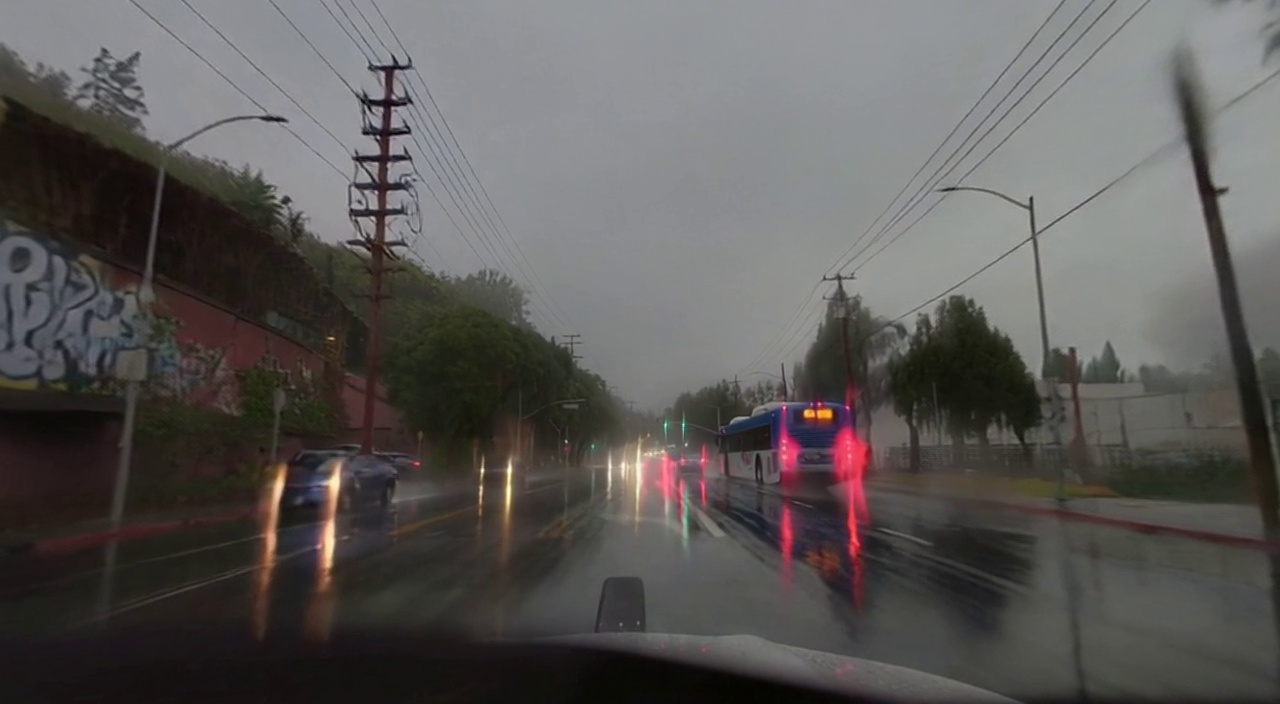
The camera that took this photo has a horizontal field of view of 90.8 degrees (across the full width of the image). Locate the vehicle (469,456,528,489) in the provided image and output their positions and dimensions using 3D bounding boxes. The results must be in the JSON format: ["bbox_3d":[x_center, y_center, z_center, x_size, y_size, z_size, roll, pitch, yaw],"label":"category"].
[{"bbox_3d":[-7.973,6.786,35.934,2.017,1.659,4.405,-1,-8,5],"label":"vehicle"}]

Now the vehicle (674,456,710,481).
[{"bbox_3d":[3.342,7.531,41.053,1.961,1.470,4.196,0,-8,0],"label":"vehicle"}]

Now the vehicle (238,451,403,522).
[{"bbox_3d":[-8.744,3.684,17.889,2.011,1.672,4.637,-1,-8,3],"label":"vehicle"}]

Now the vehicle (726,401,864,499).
[{"bbox_3d":[6.316,4.367,28.631,3.045,3.447,12.604,0,-8,0],"label":"vehicle"}]

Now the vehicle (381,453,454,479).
[{"bbox_3d":[-16.926,8.663,48.247,4.707,1.825,2.207,1,-8,3],"label":"vehicle"}]
